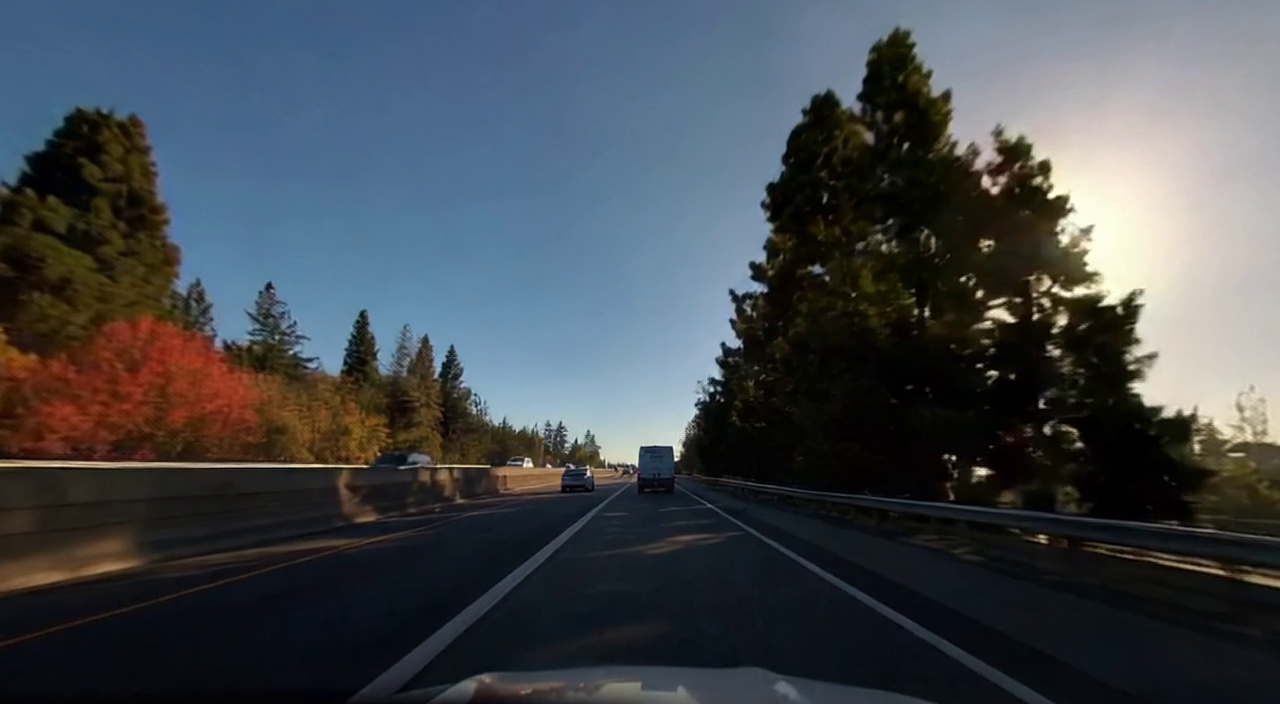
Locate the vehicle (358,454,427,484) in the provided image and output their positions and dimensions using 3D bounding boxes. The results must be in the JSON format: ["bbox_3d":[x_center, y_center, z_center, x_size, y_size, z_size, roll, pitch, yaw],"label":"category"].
[{"bbox_3d":[-13.014,6.218,33.454,1.800,1.437,4.400,1,-10,1],"label":"vehicle"}]

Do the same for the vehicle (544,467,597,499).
[{"bbox_3d":[-3.525,6.741,32.668,2.128,1.491,4.508,0,-10,1],"label":"vehicle"}]

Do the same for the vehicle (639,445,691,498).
[{"bbox_3d":[1.218,6.372,33.759,2.482,2.549,5.447,1,-10,-1],"label":"vehicle"}]
